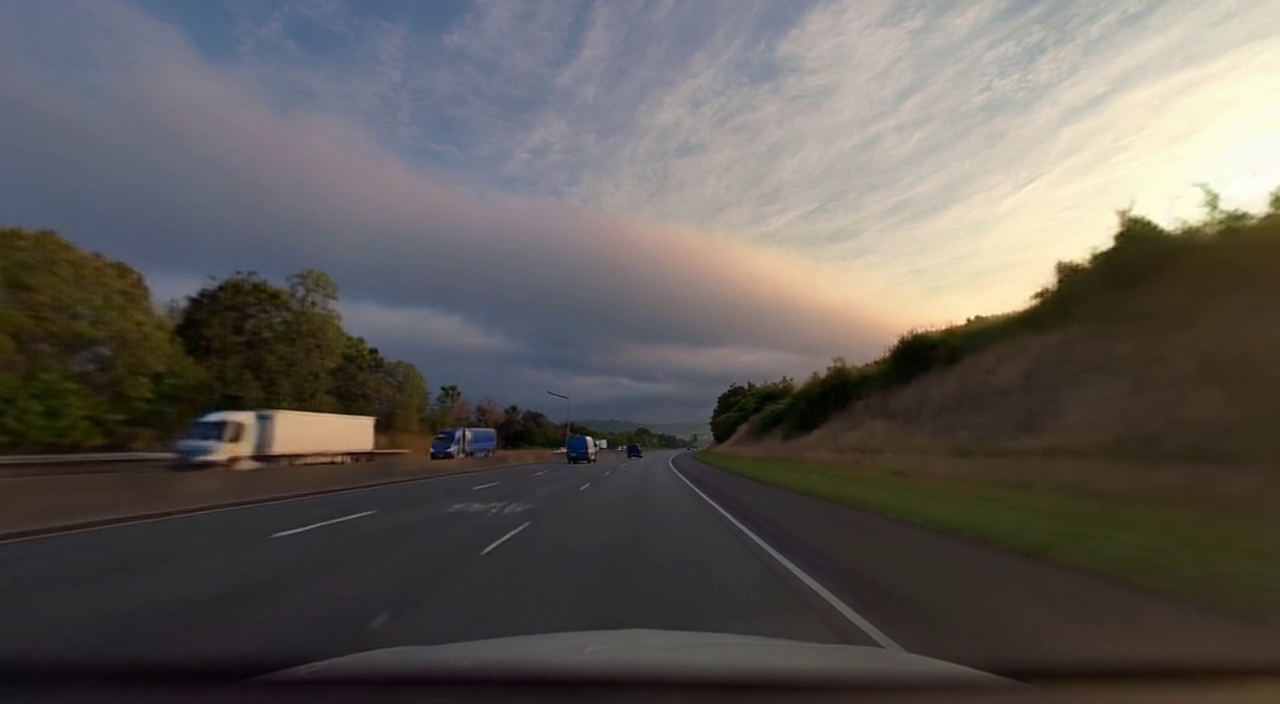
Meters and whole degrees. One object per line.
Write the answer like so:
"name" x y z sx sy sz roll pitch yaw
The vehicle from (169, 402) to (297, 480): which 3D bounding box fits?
"vehicle" -22.712 5.071 35.707 2.978 3.973 5.910 -1 -9 2
